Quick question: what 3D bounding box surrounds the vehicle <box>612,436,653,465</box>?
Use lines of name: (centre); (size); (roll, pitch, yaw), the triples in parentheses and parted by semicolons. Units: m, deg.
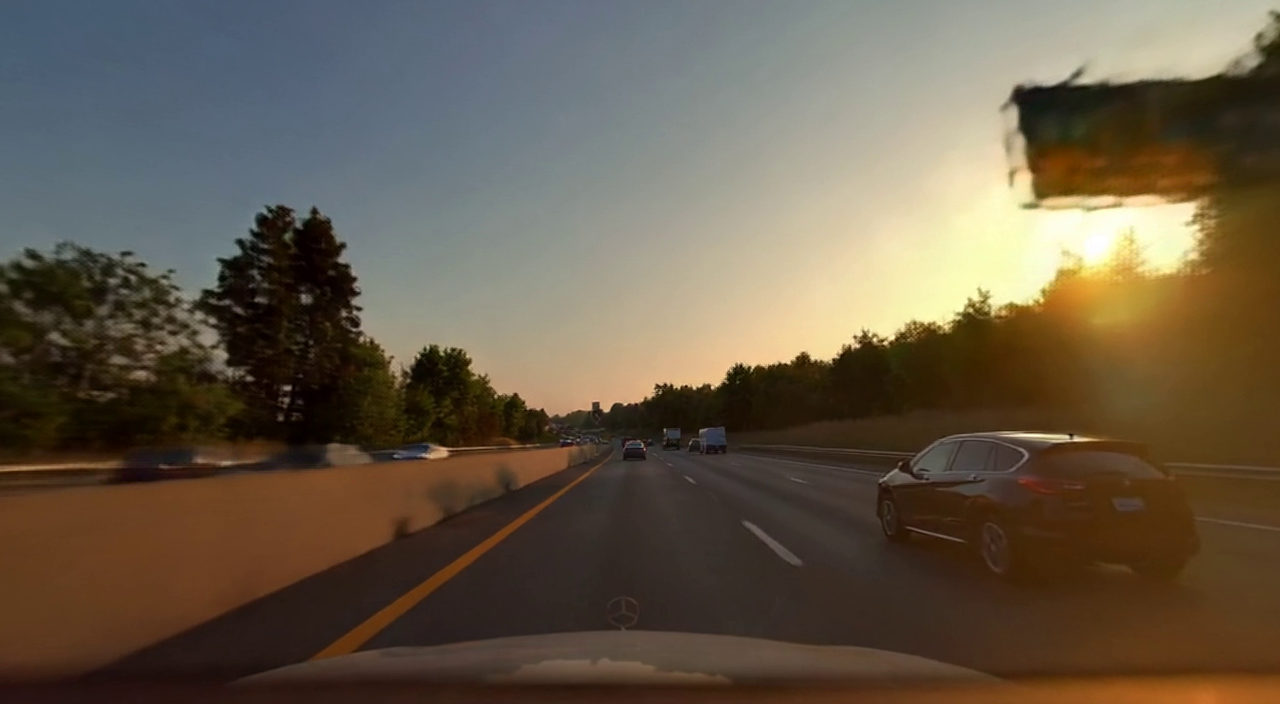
vehicle: (-0.410, 5.271, 34.033); (2.055, 1.466, 4.317); (0, -8, -1)

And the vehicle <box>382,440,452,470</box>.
vehicle: (-11.394, 5.267, 32.551); (1.949, 1.422, 4.500); (0, -8, 0)

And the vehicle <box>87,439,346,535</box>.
vehicle: (-7.753, 2.448, 12.239); (1.929, 1.456, 4.458); (0, -8, 0)

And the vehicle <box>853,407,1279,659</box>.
vehicle: (3.930, 1.397, 6.202); (1.961, 1.495, 4.743); (0, -8, -1)

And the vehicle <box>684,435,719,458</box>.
vehicle: (4.345, 6.718, 44.937); (1.995, 1.556, 3.893); (0, -8, -2)
